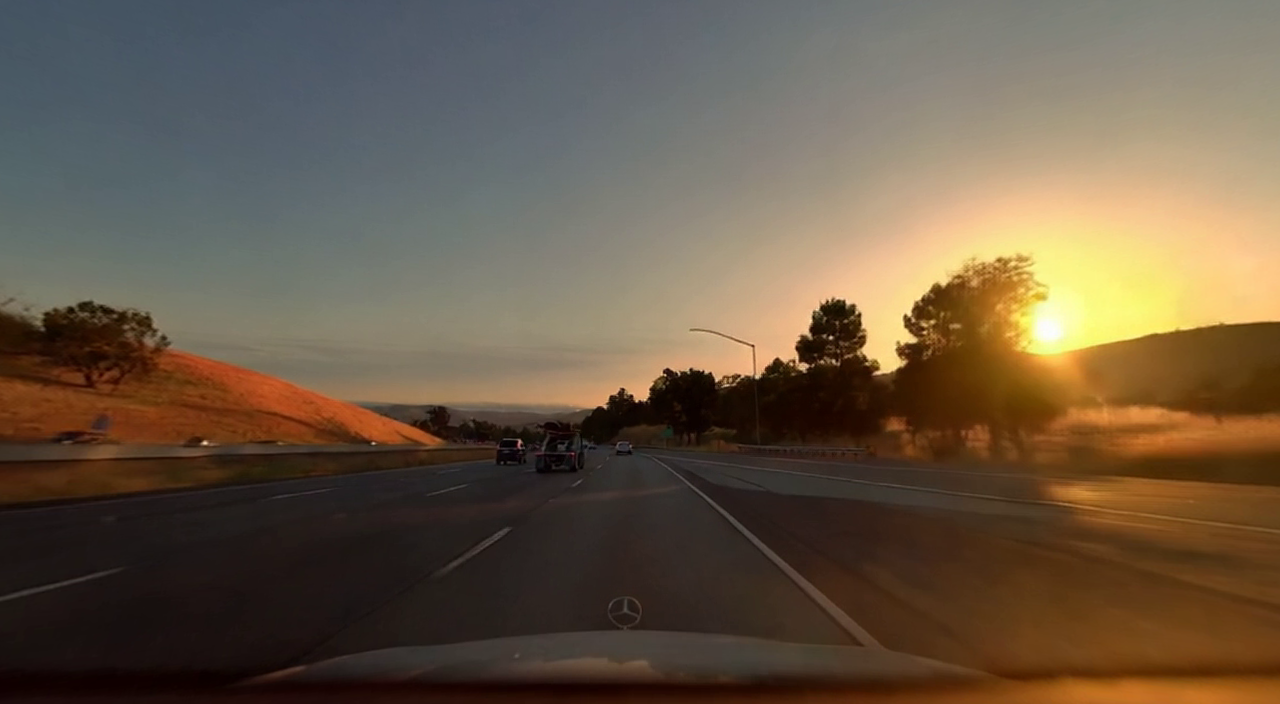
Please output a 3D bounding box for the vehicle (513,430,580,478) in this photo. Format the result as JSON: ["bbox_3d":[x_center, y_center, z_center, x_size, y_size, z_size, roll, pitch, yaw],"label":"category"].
[{"bbox_3d":[-3.676,4.092,25.325,2.194,1.766,3.720,0,-9,-1],"label":"vehicle"}]

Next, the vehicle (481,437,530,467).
[{"bbox_3d":[-8.256,6.183,39.085,2.078,1.729,4.722,0,-9,-1],"label":"vehicle"}]
